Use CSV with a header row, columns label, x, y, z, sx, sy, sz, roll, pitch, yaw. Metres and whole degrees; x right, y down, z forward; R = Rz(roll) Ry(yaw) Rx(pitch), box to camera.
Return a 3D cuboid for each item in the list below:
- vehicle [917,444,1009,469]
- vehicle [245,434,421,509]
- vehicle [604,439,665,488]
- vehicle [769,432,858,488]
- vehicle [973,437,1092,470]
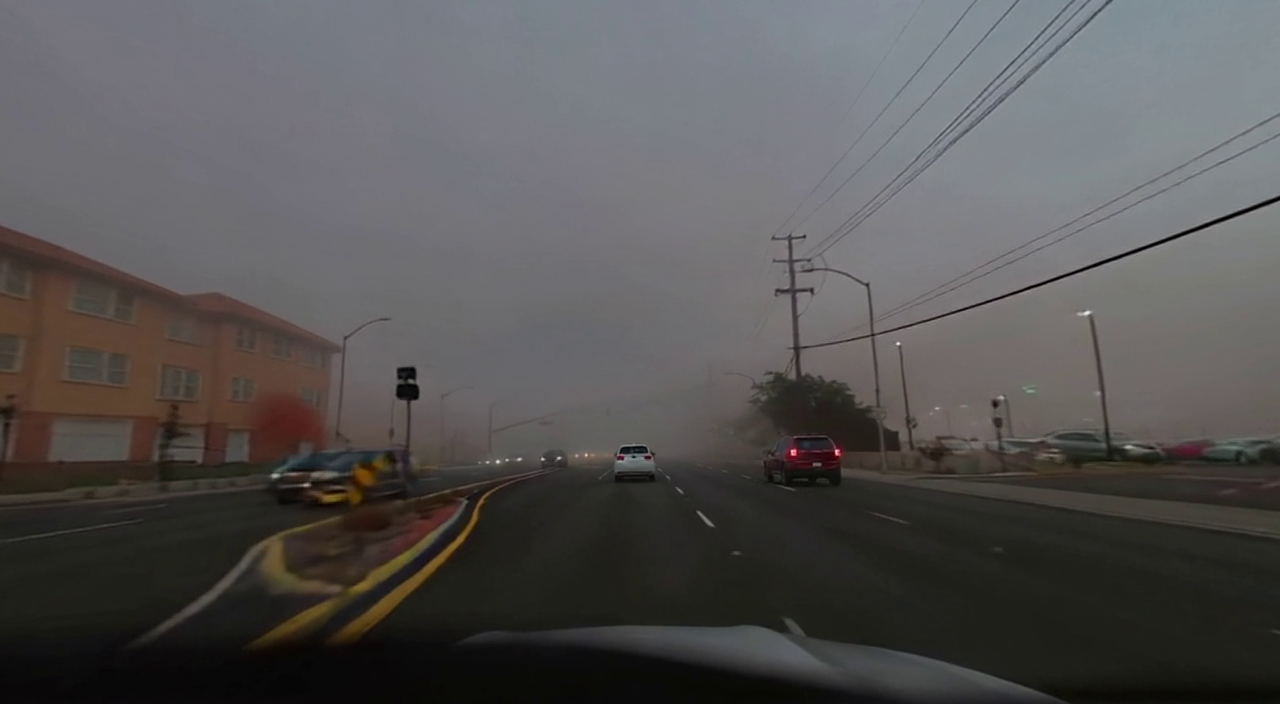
label,x,y,z,sx,sy,sz,roll,pitch,yaw
vehicle,18.519,5.996,36.233,4.165,1.386,1.999,0,-9,0
vehicle,-8.066,3.181,17.273,2.283,1.715,4.918,0,-9,1
vehicle,-0.206,4.205,24.098,2.138,1.702,4.168,0,-9,0
vehicle,6.394,4.025,23.778,2.061,1.889,4.268,0,-9,-1
vehicle,19.006,4.941,30.638,4.415,1.519,1.907,0,-9,1
